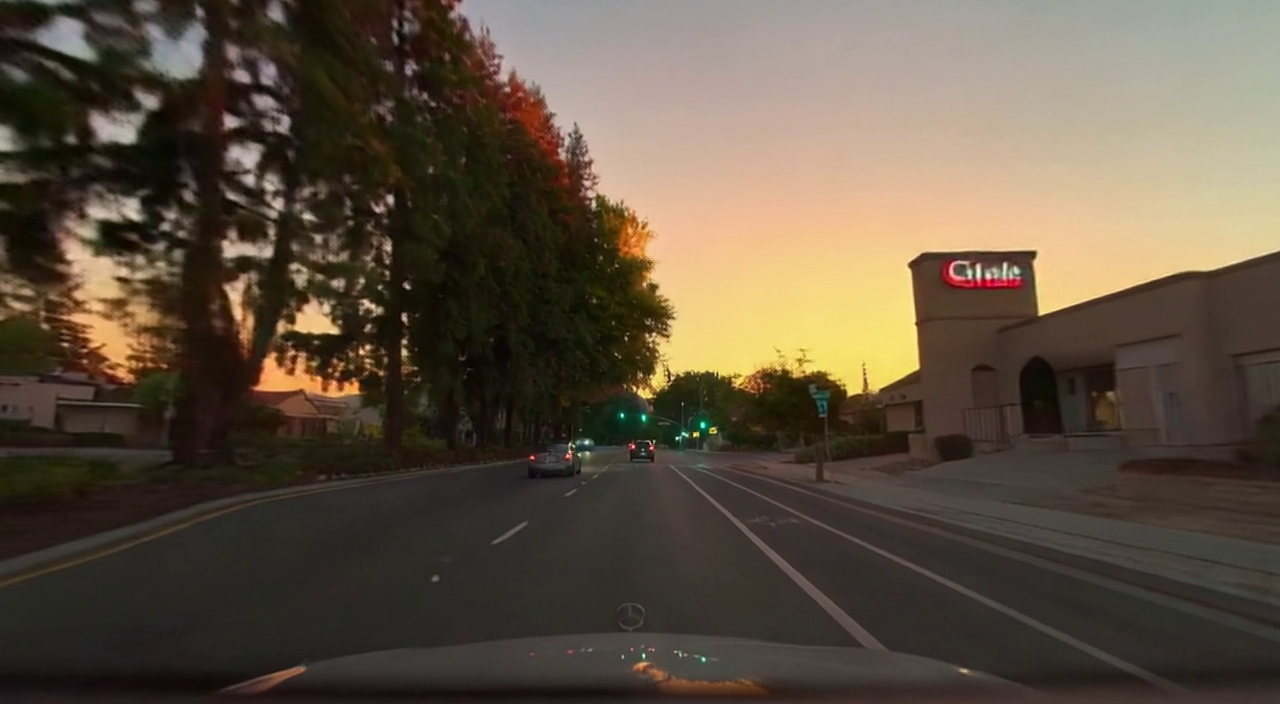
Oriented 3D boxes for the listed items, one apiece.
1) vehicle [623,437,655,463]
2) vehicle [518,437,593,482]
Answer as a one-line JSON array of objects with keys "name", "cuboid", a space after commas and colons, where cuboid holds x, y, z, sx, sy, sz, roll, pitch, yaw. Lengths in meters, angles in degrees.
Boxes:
[{"name": "vehicle", "cuboid": [-0.046, 6.882, 44.301, 2.153, 1.764, 4.047, 0, -8, 1]}, {"name": "vehicle", "cuboid": [-2.987, 3.920, 23.277, 2.015, 1.470, 4.458, 0, -8, 2]}]
